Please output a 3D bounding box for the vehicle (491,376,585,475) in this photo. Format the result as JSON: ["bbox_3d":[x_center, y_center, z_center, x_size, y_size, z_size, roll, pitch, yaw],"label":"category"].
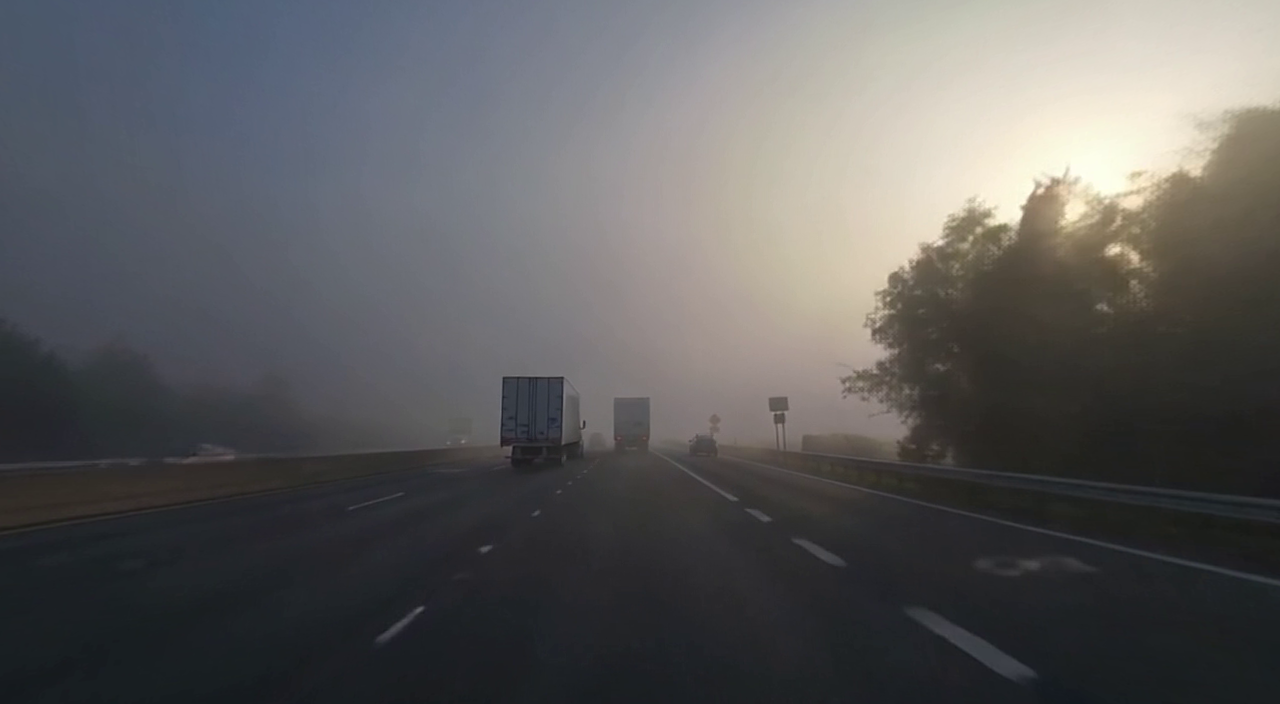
[{"bbox_3d":[-3.799,3.004,25.220,2.728,3.405,7.096,0,-8,-1],"label":"vehicle"}]

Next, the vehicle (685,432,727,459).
[{"bbox_3d":[3.734,5.367,36.149,1.891,1.477,3.599,0,-8,-2],"label":"vehicle"}]

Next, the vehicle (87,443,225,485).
[{"bbox_3d":[-19.302,4.461,25.454,1.866,1.486,4.795,0,-8,-1],"label":"vehicle"}]
